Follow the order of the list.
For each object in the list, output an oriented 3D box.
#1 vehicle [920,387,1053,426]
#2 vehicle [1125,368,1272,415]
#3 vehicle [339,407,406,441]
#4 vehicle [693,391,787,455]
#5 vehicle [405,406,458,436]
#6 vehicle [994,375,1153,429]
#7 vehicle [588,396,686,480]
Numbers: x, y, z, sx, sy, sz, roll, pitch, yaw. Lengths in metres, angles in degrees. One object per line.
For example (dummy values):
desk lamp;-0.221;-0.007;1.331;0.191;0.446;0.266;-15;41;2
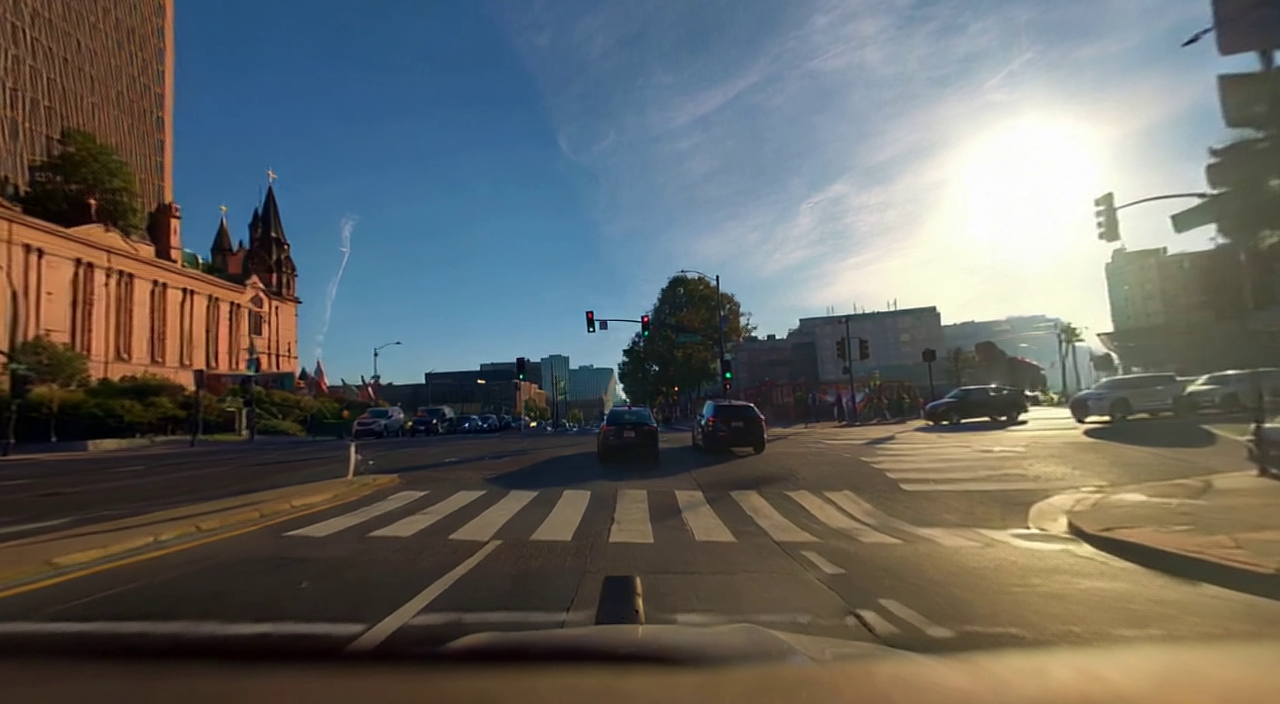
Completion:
vehicle;14.720;2.327;27.034;4.488;1.475;2.083;-1;-5;-3
vehicle;24.460;1.781;27.793;4.428;1.928;2.190;0;-6;-3
vehicle;-16.412;4.544;39.158;1.969;1.896;5.404;1;-8;-2
vehicle;3.100;2.190;20.601;2.080;1.735;4.650;-1;-3;-3
vehicle;-13.435;4.522;40.958;2.069;1.790;4.358;1;-8;-3
vehicle;16.515;1.897;24.229;4.512;1.734;2.143;-3;-4;-4
vehicle;-0.196;2.048;16.007;2.168;1.776;4.135;0;-3;-4
